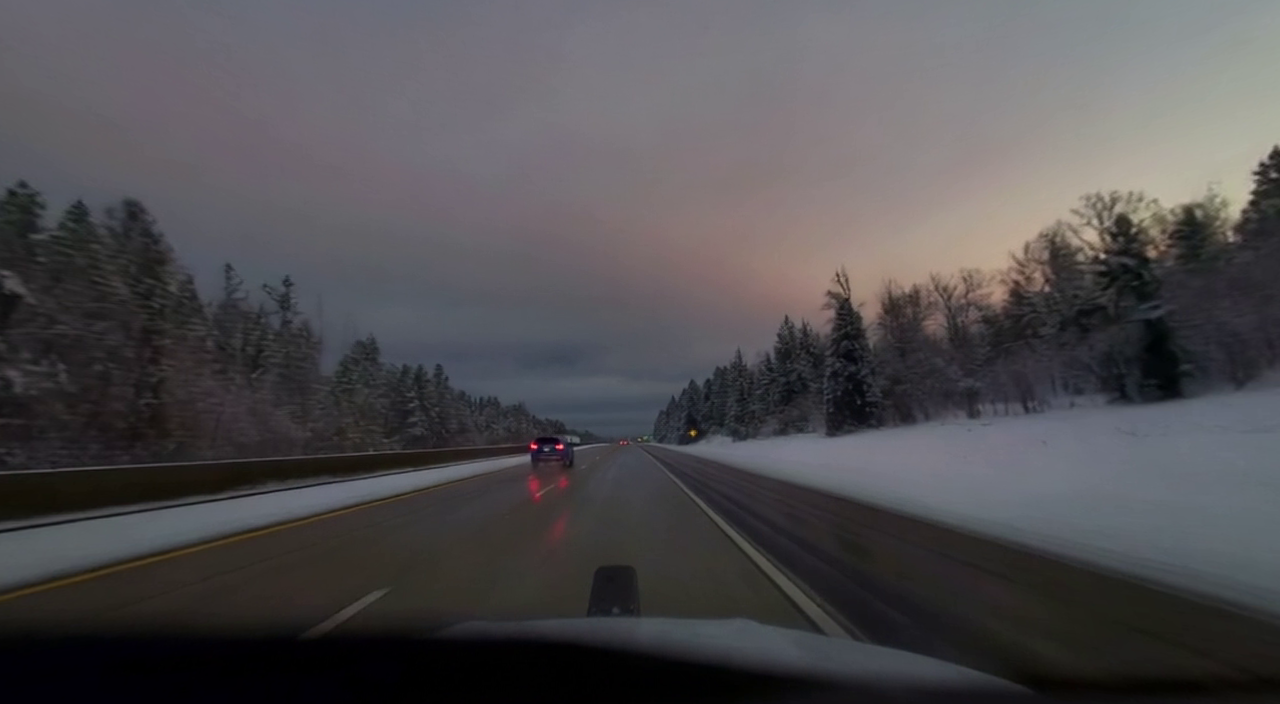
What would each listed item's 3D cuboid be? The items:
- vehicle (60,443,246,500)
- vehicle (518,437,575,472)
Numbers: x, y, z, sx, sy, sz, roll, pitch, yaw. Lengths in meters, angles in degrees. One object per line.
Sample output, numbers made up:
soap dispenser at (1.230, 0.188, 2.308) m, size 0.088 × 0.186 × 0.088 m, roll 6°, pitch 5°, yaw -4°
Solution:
vehicle at (-17.014, 4.146, 22.537) m, size 2.207 × 1.701 × 5.672 m, roll -1°, pitch -8°, yaw -1°
vehicle at (-4.574, 5.090, 31.552) m, size 2.202 × 1.587 × 4.754 m, roll -1°, pitch -8°, yaw -1°
